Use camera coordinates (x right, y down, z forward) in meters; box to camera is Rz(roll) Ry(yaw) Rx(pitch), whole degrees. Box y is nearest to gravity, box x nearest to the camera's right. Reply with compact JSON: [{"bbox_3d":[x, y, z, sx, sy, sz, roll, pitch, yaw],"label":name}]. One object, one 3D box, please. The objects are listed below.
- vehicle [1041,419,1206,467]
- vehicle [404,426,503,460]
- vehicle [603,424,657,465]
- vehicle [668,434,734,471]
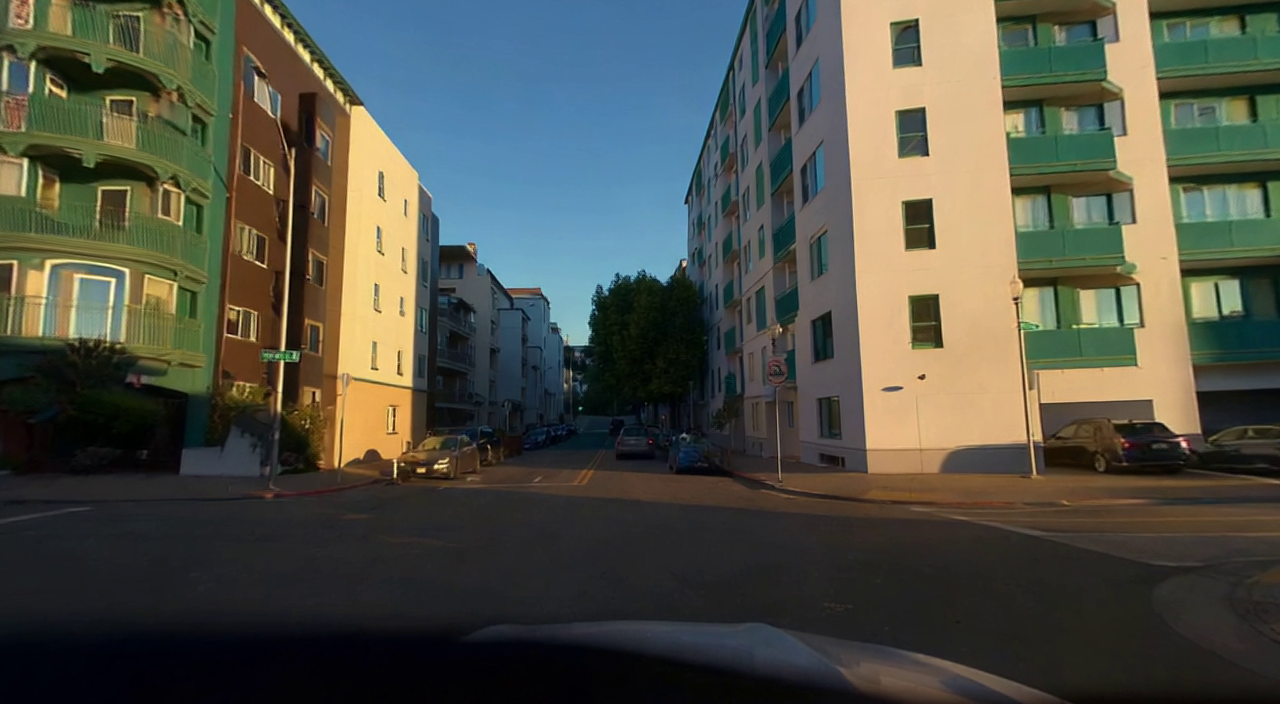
[{"bbox_3d":[15.333,2.919,20.146,3.752,1.453,1.709,0,-9,2],"label":"vehicle"},{"bbox_3d":[-11.462,5.593,38.865,5.540,1.950,2.113,4,-12,-28],"label":"vehicle"},{"bbox_3d":[-0.544,4.484,30.522,2.412,1.834,4.636,0,-8,-2],"label":"vehicle"},{"bbox_3d":[2.505,4.300,27.082,2.290,1.456,4.503,0,-9,-1],"label":"vehicle"}]
